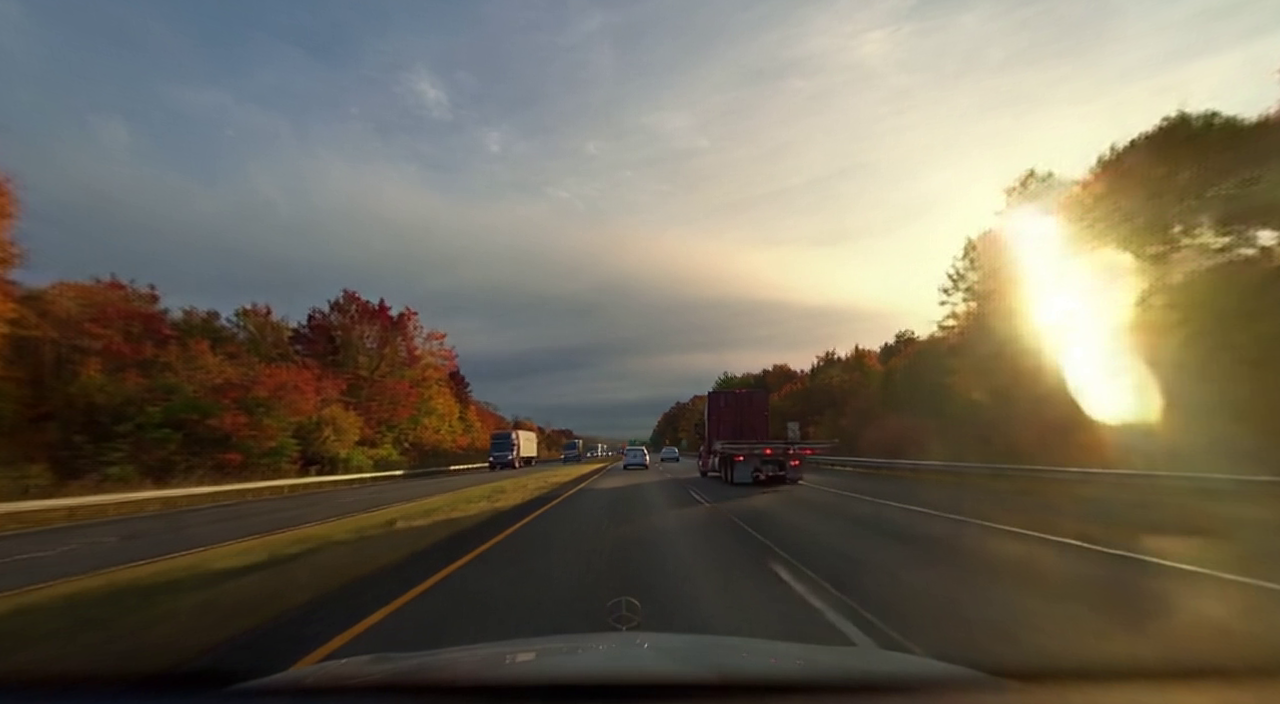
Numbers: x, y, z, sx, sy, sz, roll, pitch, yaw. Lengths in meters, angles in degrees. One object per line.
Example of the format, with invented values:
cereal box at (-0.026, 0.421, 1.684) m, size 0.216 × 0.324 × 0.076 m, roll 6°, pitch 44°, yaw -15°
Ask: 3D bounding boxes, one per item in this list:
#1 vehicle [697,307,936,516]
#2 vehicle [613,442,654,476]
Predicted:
vehicle at (4.016, 2.158, 19.090) m, size 3.068 × 4.042 × 13.787 m, roll -1°, pitch -9°, yaw -1°
vehicle at (-0.378, 5.915, 34.896) m, size 2.151 × 1.693 × 4.201 m, roll 0°, pitch -9°, yaw -1°
